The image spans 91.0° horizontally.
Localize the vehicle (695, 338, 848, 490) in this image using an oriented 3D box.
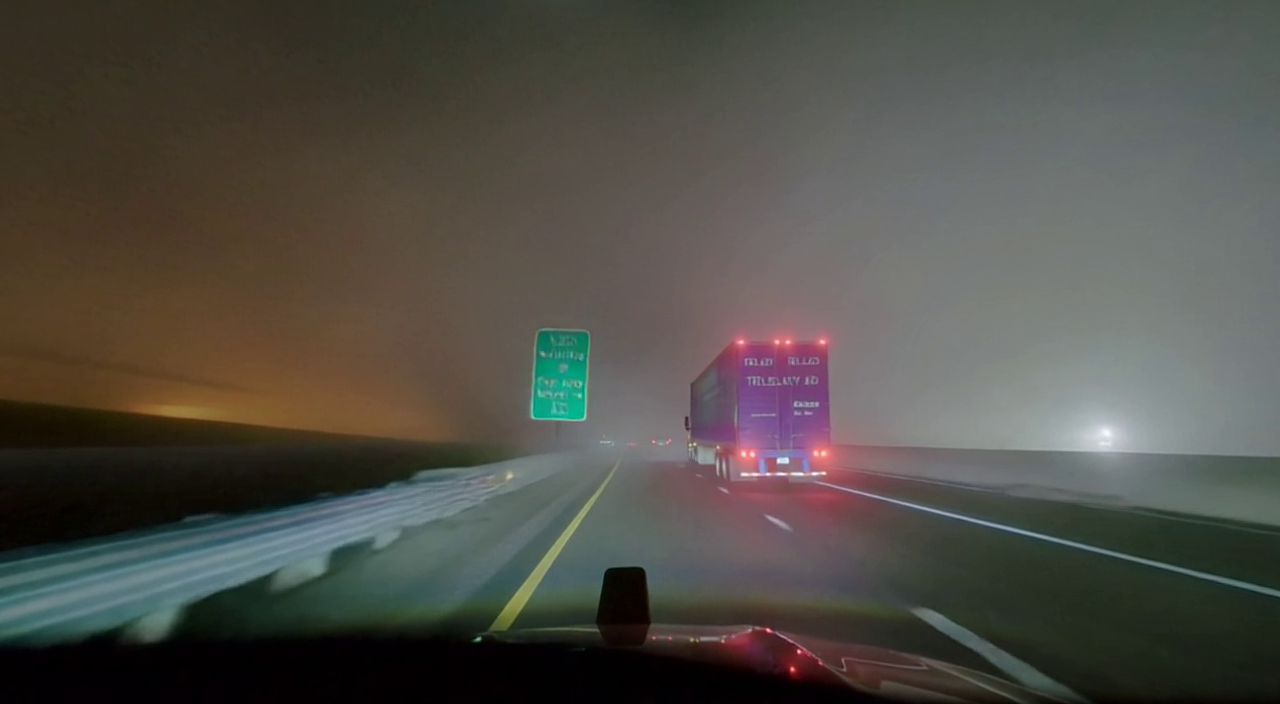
[{"bbox_3d":[4.117,2.651,23.975,3.006,4.093,14.142,0,-8,1],"label":"vehicle"}]
